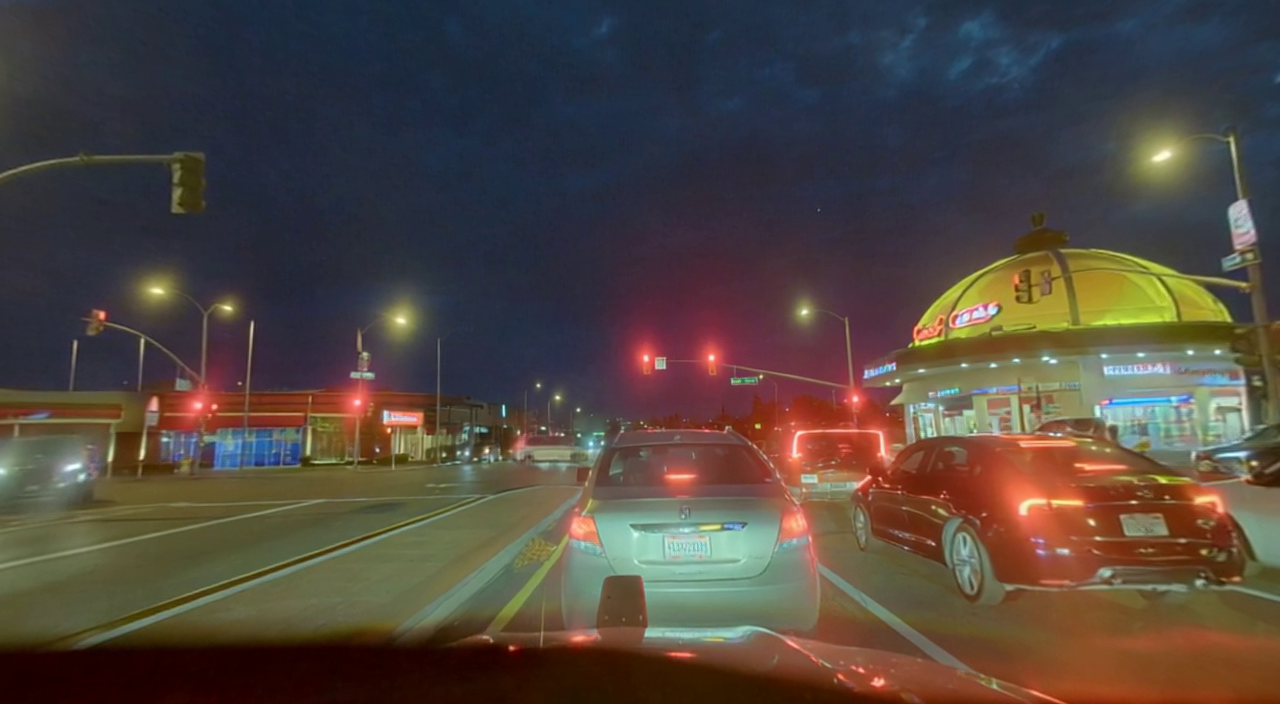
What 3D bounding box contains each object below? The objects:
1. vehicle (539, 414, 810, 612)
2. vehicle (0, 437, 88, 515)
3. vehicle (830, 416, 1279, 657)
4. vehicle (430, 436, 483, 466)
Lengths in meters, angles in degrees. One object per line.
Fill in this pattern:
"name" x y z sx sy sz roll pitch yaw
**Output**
"vehicle" 0.216 1.522 6.843 2.073 1.496 3.892 0 -8 -1
"vehicle" -16.515 3.152 16.440 4.841 1.783 2.203 -7 -11 38
"vehicle" 3.521 1.482 6.232 1.883 1.480 4.489 0 -8 0
"vehicle" -12.112 6.565 41.942 2.122 1.829 4.559 0 -8 0
